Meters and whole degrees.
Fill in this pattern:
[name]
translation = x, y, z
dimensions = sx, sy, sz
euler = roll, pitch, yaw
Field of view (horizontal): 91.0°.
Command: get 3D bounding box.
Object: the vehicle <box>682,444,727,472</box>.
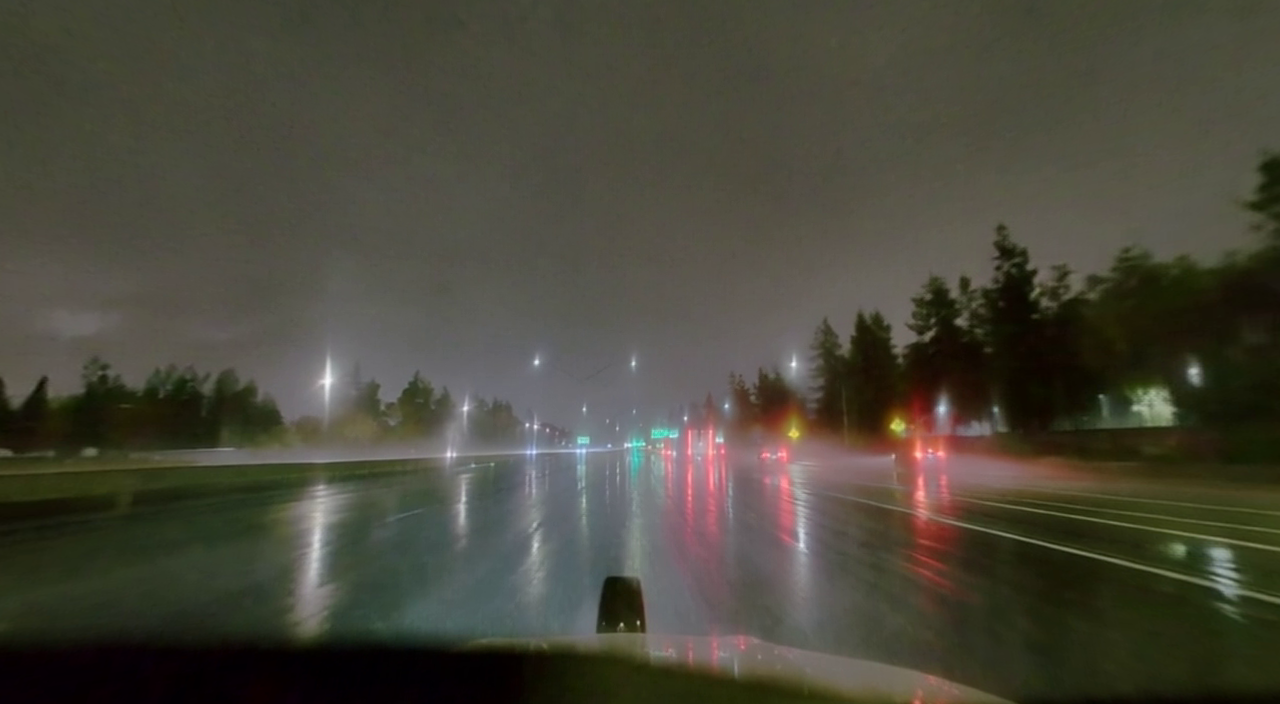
[vehicle]
translation = 3.571, 5.967, 35.634
dimensions = 2.033, 1.501, 4.398
euler = 0, -9, -1
